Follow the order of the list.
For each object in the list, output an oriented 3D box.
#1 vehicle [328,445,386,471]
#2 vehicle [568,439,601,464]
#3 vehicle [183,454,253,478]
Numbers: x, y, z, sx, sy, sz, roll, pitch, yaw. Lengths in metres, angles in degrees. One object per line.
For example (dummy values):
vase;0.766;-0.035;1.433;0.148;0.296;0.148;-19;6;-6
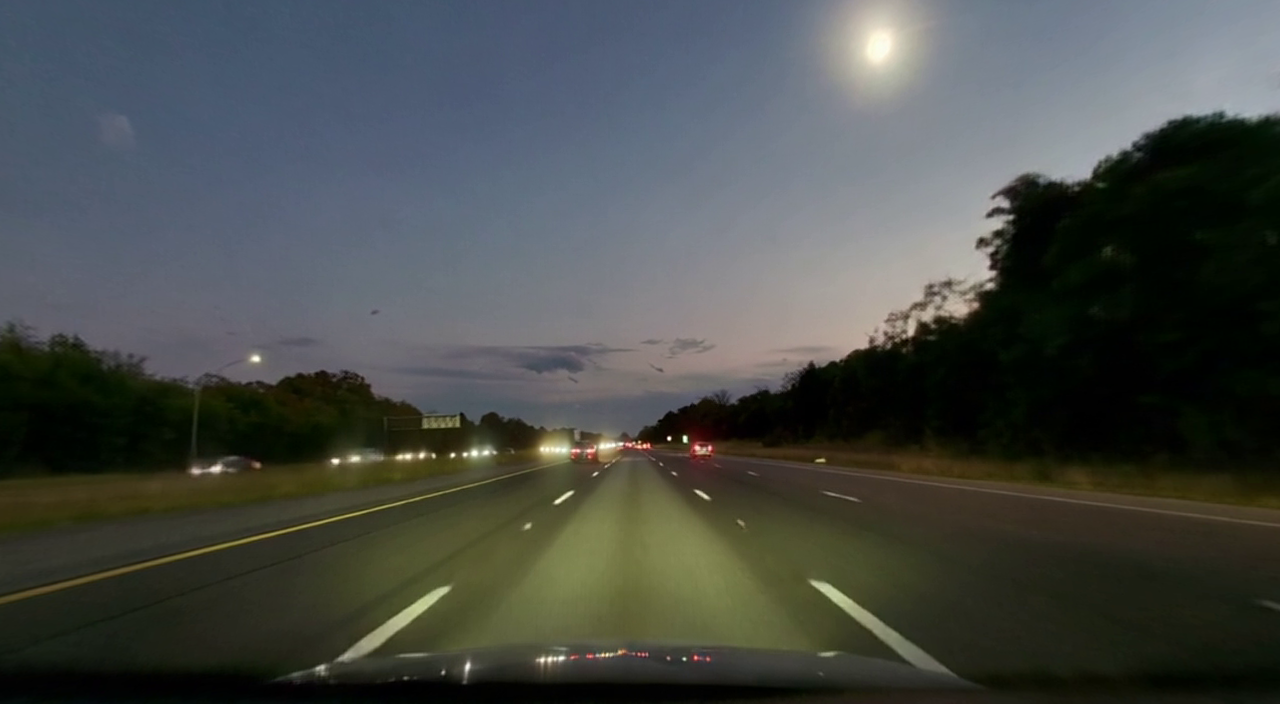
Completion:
vehicle;-21.578;8.065;48.381;2.148;1.872;4.857;0;-9;0
vehicle;-4.098;7.458;47.292;2.114;1.774;4.427;0;-9;0
vehicle;-28.936;7.831;43.487;1.828;1.483;4.344;0;-9;-1
